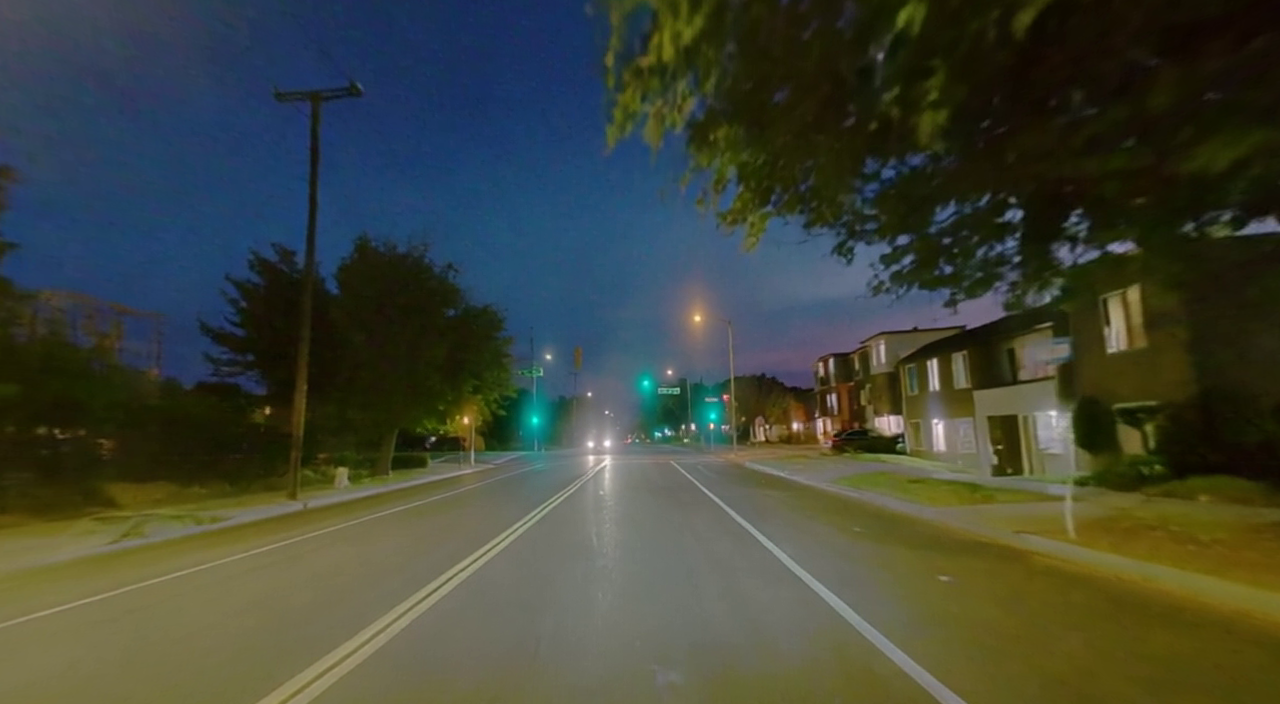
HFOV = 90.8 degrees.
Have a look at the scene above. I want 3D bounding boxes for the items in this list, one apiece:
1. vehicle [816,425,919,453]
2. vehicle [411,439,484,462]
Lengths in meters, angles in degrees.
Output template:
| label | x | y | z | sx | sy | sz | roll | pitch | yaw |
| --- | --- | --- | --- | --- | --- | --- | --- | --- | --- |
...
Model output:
| label | x | y | z | sx | sy | sz | roll | pitch | yaw |
| --- | --- | --- | --- | --- | --- | --- | --- | --- | --- |
| vehicle | 12.670 | 4.893 | 35.391 | 4.908 | 1.521 | 2.108 | 0 | -9 | -4 |
| vehicle | -12.536 | 6.443 | 41.273 | 4.135 | 1.424 | 1.945 | -1 | -9 | 4 |
